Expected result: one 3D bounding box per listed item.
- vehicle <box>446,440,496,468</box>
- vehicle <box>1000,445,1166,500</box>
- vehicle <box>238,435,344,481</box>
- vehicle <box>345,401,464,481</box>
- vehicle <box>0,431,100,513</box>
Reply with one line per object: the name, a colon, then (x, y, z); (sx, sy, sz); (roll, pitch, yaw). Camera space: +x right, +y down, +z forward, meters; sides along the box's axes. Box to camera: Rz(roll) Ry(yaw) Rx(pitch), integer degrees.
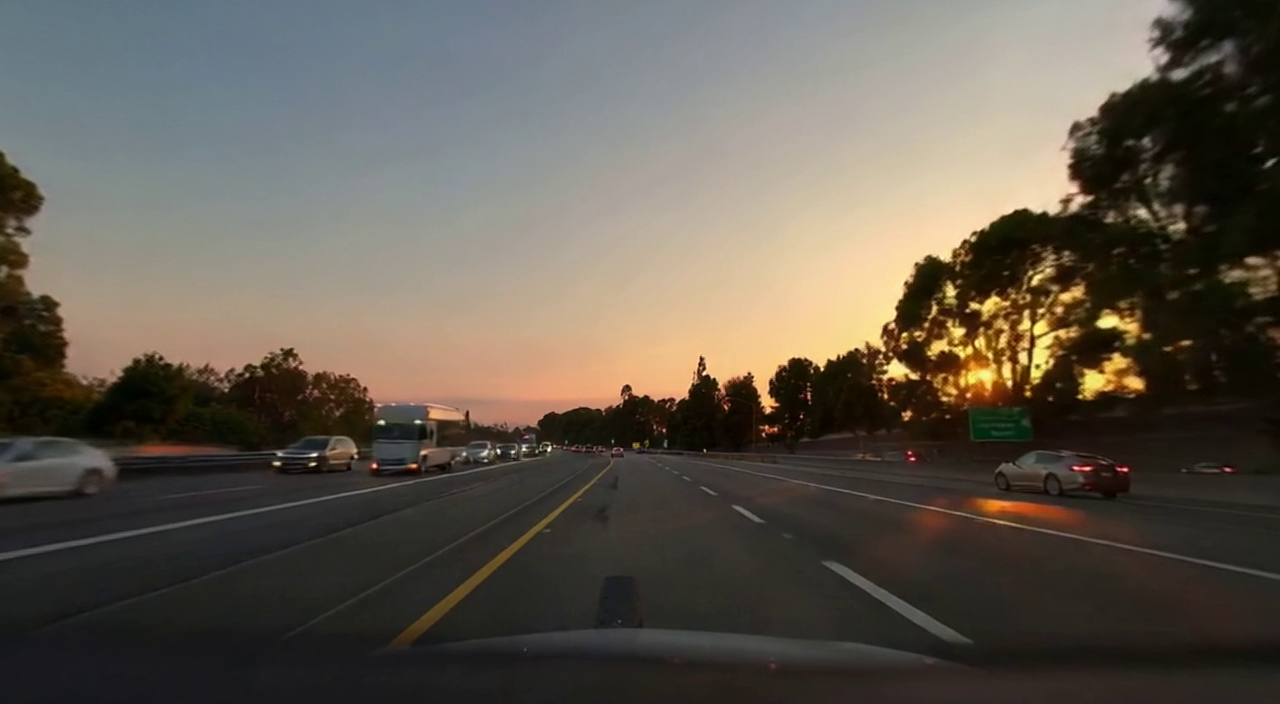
vehicle: (-9.545, 5.812, 35.758); (1.839, 1.474, 4.225); (0, -8, -2)
vehicle: (14.078, 3.819, 20.353); (1.941, 1.536, 4.585); (0, -8, -2)
vehicle: (-13.734, 4.167, 24.978); (1.947, 1.647, 4.183); (0, -8, -3)
vehicle: (-8.833, 3.496, 24.472); (2.356, 2.637, 6.975); (0, -8, -4)
vehicle: (-12.680, 2.157, 11.097); (1.927, 1.494, 5.040); (0, -8, -3)
